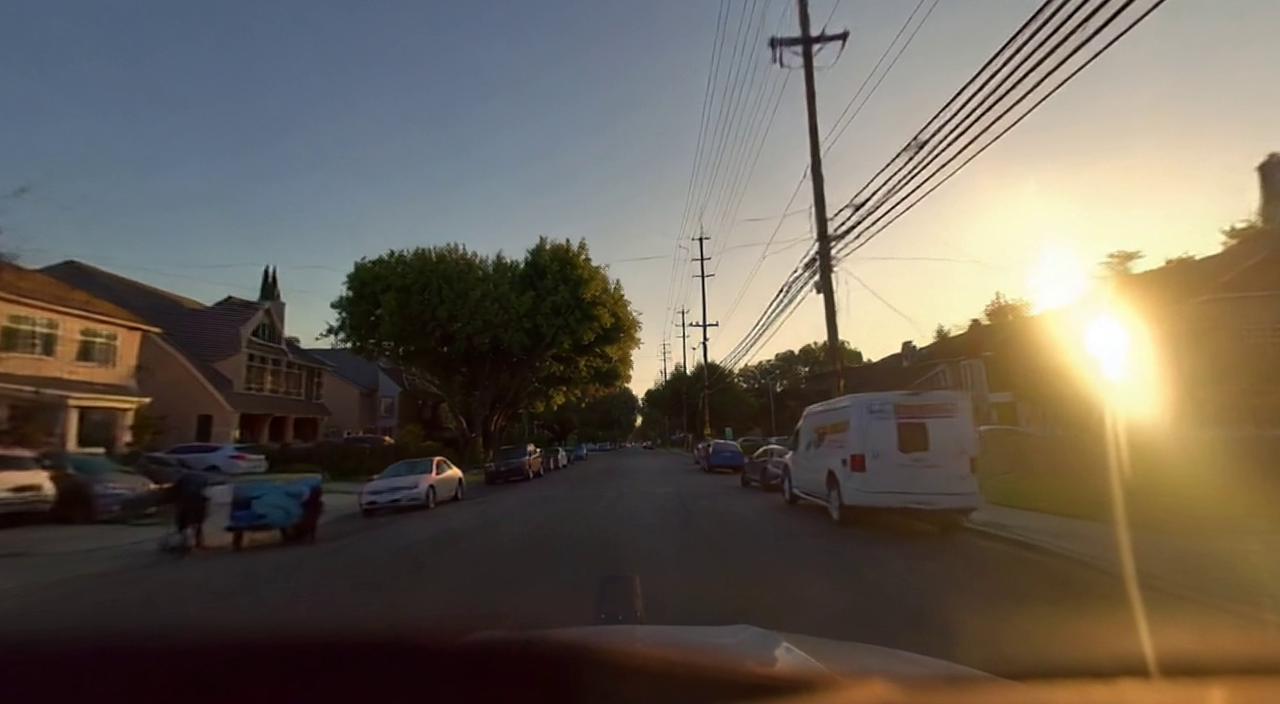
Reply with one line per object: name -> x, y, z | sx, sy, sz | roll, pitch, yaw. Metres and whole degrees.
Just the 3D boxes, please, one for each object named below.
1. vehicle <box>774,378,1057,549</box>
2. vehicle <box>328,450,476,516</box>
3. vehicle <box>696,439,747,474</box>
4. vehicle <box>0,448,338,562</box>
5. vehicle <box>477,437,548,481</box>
vehicle -> 4.081, 1.821, 10.779 | 2.396, 2.164, 5.381 | 0, -9, 0
vehicle -> -6.090, 3.378, 16.839 | 2.048, 1.438, 4.728 | -2, -9, 1
vehicle -> 3.849, 4.996, 30.390 | 1.848, 1.550, 4.054 | 0, -9, -1
vehicle -> -7.678, 2.295, 9.819 | 4.935, 1.454, 1.900 | -1, -8, -5
vehicle -> -6.066, 5.138, 30.657 | 2.322, 1.913, 5.582 | 0, -9, 0
